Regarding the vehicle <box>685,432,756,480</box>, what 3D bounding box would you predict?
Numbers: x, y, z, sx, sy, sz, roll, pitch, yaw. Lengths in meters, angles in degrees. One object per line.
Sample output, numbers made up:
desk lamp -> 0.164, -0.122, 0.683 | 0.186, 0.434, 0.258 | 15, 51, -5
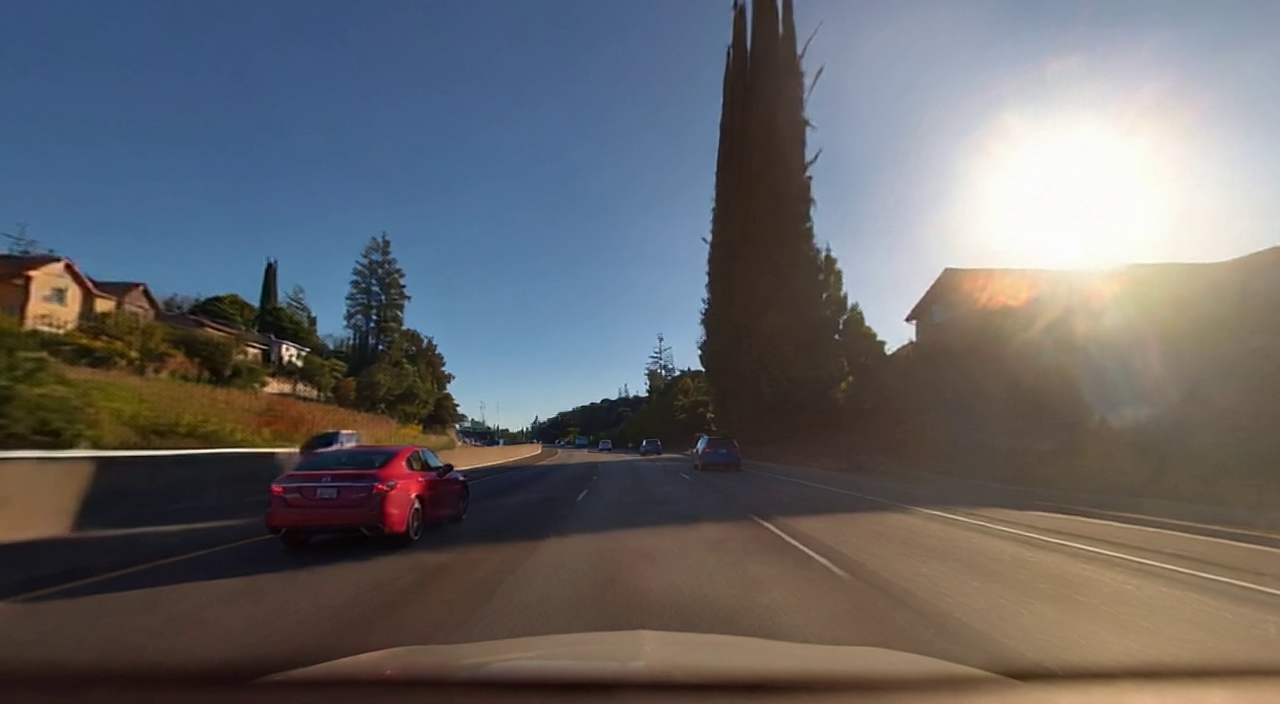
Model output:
vehicle -> 3.031, 4.051, 24.718 | 2.092, 1.686, 4.188 | 0, -8, -2

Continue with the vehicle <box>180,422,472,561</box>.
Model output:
vehicle -> -4.078, 1.883, 9.245 | 2.036, 1.528, 4.400 | 0, -9, 0
